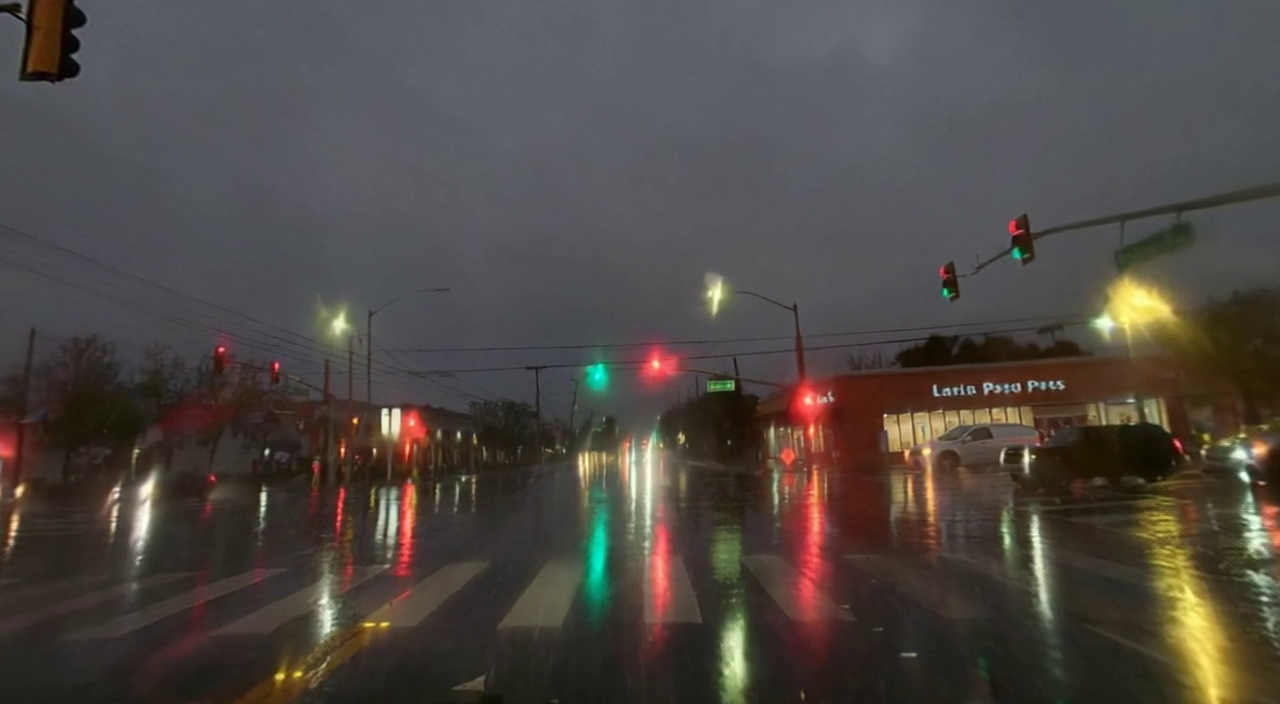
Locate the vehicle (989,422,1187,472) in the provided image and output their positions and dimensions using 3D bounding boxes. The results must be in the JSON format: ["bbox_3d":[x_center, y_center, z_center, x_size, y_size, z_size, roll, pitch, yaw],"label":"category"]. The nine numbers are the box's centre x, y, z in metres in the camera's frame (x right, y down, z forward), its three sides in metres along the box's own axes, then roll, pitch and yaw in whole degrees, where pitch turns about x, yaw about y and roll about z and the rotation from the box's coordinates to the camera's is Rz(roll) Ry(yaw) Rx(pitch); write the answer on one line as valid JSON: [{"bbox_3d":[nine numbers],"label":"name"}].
[{"bbox_3d":[14.354,3.098,20.626,4.835,1.487,1.913,-4,-9,20],"label":"vehicle"}]

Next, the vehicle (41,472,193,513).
[{"bbox_3d":[-21.163,5.678,25.653,4.676,1.463,1.909,-1,-8,6],"label":"vehicle"}]

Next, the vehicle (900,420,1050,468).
[{"bbox_3d":[13.013,3.652,24.948,4.916,1.730,1.986,-4,-9,21],"label":"vehicle"}]
